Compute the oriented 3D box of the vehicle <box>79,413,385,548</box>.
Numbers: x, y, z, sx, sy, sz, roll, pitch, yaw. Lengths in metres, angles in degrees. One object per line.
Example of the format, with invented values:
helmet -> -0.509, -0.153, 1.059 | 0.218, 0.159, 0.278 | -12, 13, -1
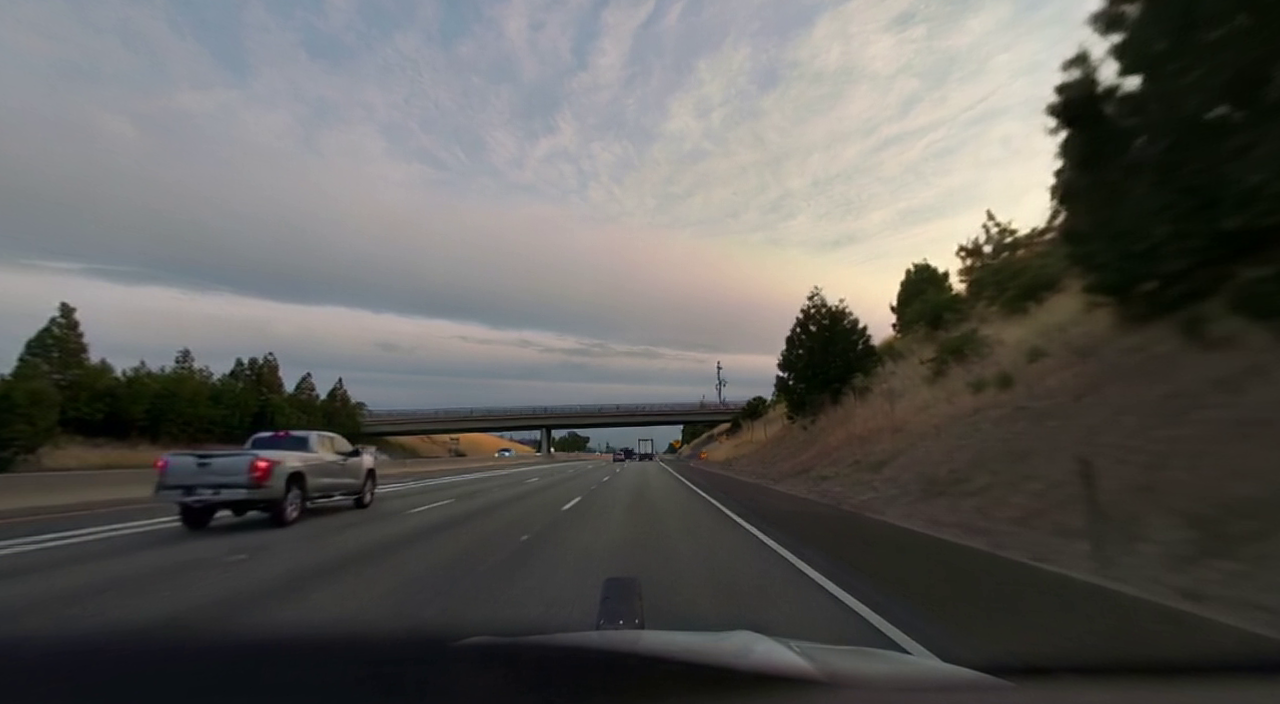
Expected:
vehicle -> -7.020, 2.280, 11.862 | 2.232, 1.947, 5.180 | 0, -9, 0
